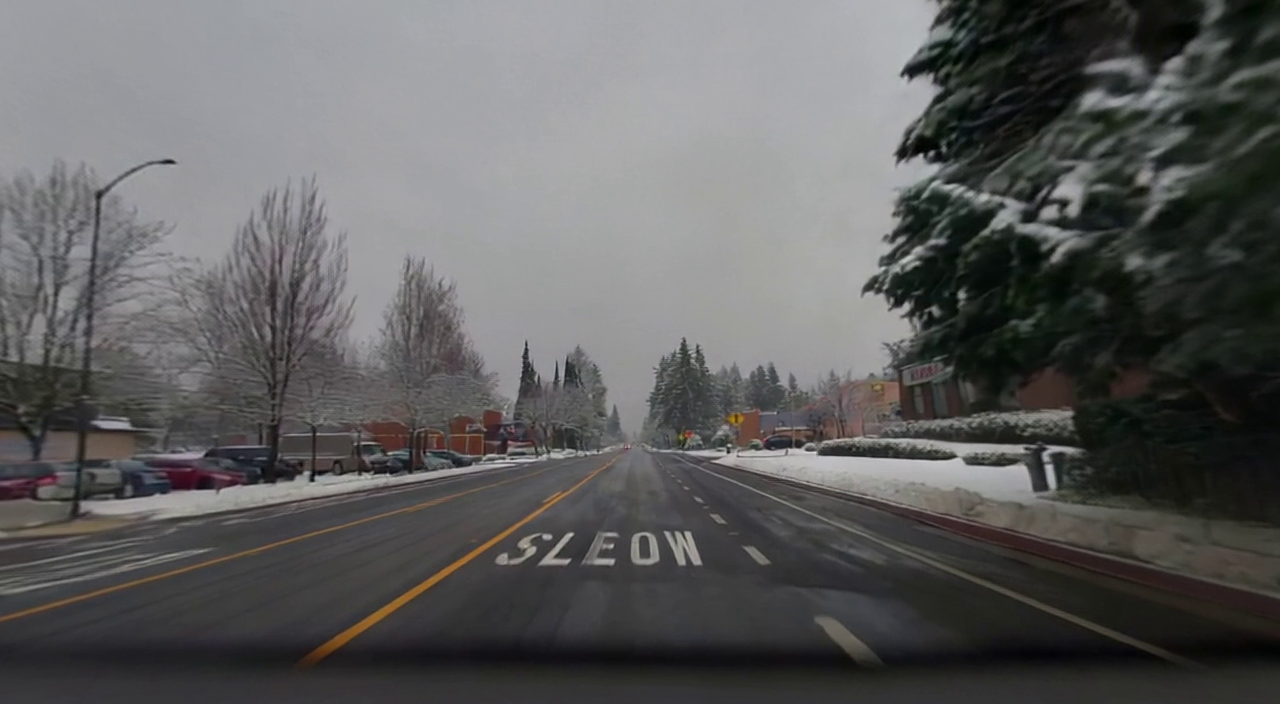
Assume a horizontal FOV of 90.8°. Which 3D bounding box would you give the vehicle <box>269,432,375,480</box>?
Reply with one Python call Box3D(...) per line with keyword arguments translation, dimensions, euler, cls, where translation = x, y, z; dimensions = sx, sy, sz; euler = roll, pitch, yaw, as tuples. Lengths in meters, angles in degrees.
Box3D(translation=(-19.429, 6.353, 38.613), dimensions=(5.971, 2.749, 2.293), euler=(-4, -9, 22), cls="vehicle")
